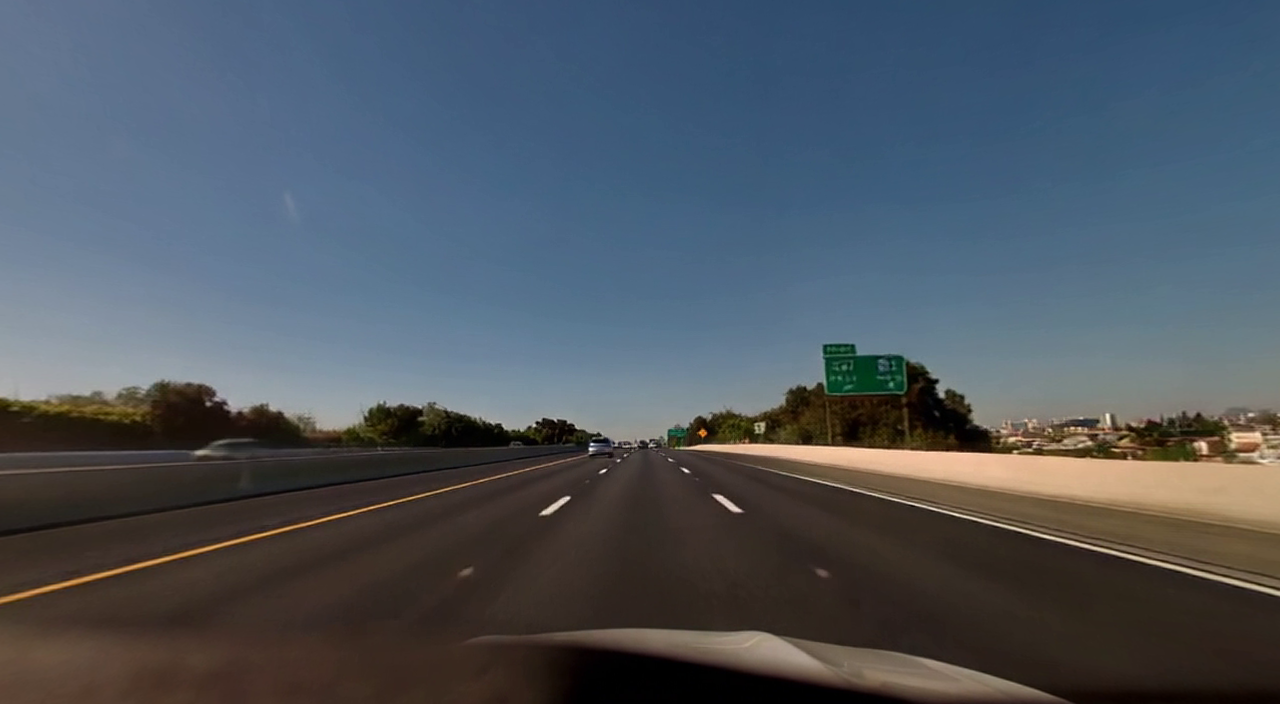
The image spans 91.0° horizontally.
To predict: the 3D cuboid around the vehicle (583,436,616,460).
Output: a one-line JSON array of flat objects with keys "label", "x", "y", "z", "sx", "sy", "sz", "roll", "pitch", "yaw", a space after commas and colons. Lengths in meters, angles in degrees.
[{"label": "vehicle", "x": -3.029, "y": 7.268, "z": 47.906, "sx": 2.189, "sy": 1.707, "sz": 4.692, "roll": 0, "pitch": -8, "yaw": 1}]
